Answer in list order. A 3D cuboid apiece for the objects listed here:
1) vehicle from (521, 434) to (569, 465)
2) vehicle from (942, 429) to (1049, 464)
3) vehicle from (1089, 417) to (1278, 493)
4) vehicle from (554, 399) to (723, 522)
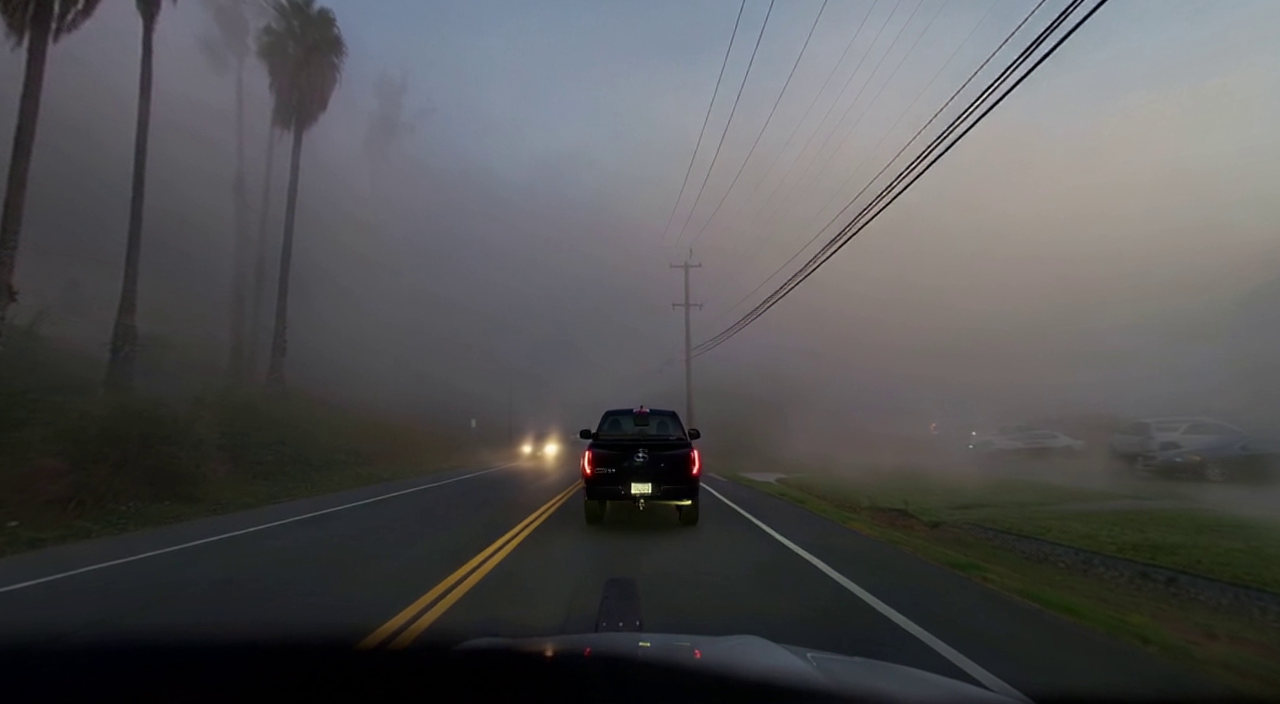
[{"bbox_3d":[-5.868,6.106,39.604,2.271,1.798,5.412,0,-8,-1],"label":"vehicle"},{"bbox_3d":[20.365,5.505,36.667,2.277,1.836,6.267,0,-9,-4],"label":"vehicle"},{"bbox_3d":[16.087,3.099,19.290,2.338,1.917,6.076,-3,-9,21],"label":"vehicle"},{"bbox_3d":[-0.006,2.261,13.651,2.848,2.047,5.885,0,-8,0],"label":"vehicle"}]
